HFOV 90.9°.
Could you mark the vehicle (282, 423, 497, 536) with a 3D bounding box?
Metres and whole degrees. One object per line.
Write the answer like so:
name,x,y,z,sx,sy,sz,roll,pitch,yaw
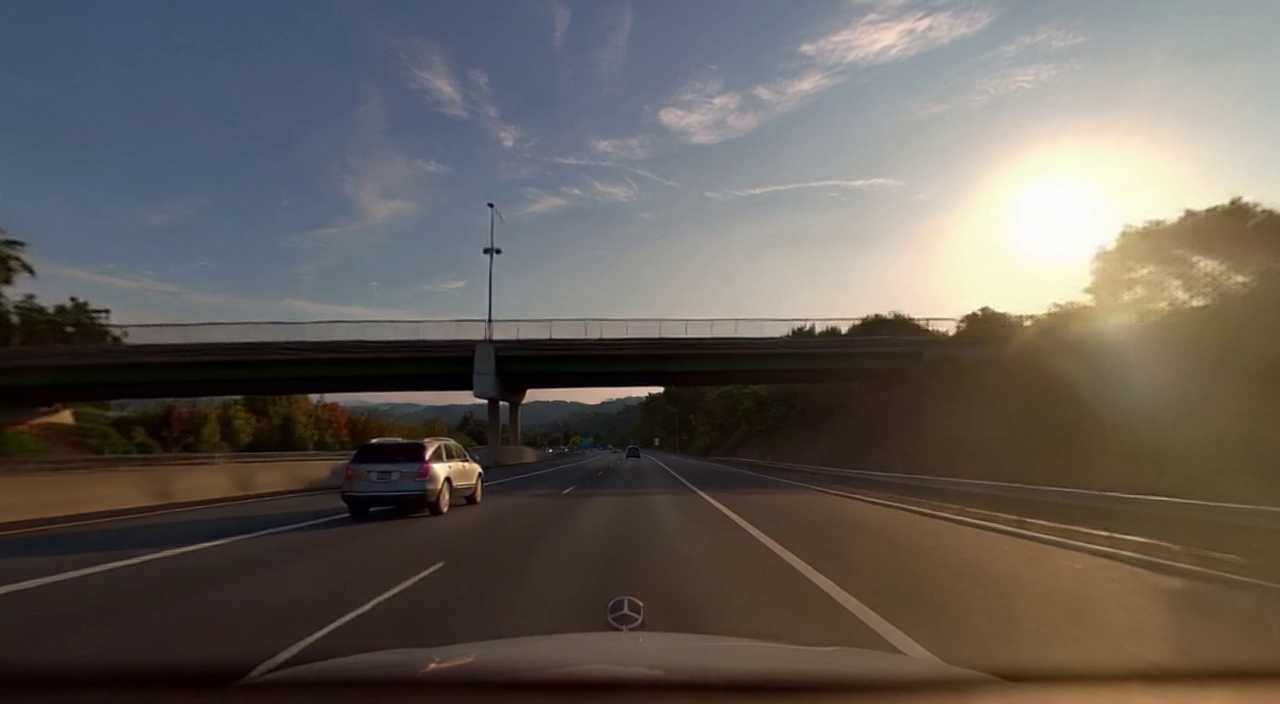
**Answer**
vehicle,-4.457,2.362,12.270,2.221,1.750,4.706,0,-9,0
